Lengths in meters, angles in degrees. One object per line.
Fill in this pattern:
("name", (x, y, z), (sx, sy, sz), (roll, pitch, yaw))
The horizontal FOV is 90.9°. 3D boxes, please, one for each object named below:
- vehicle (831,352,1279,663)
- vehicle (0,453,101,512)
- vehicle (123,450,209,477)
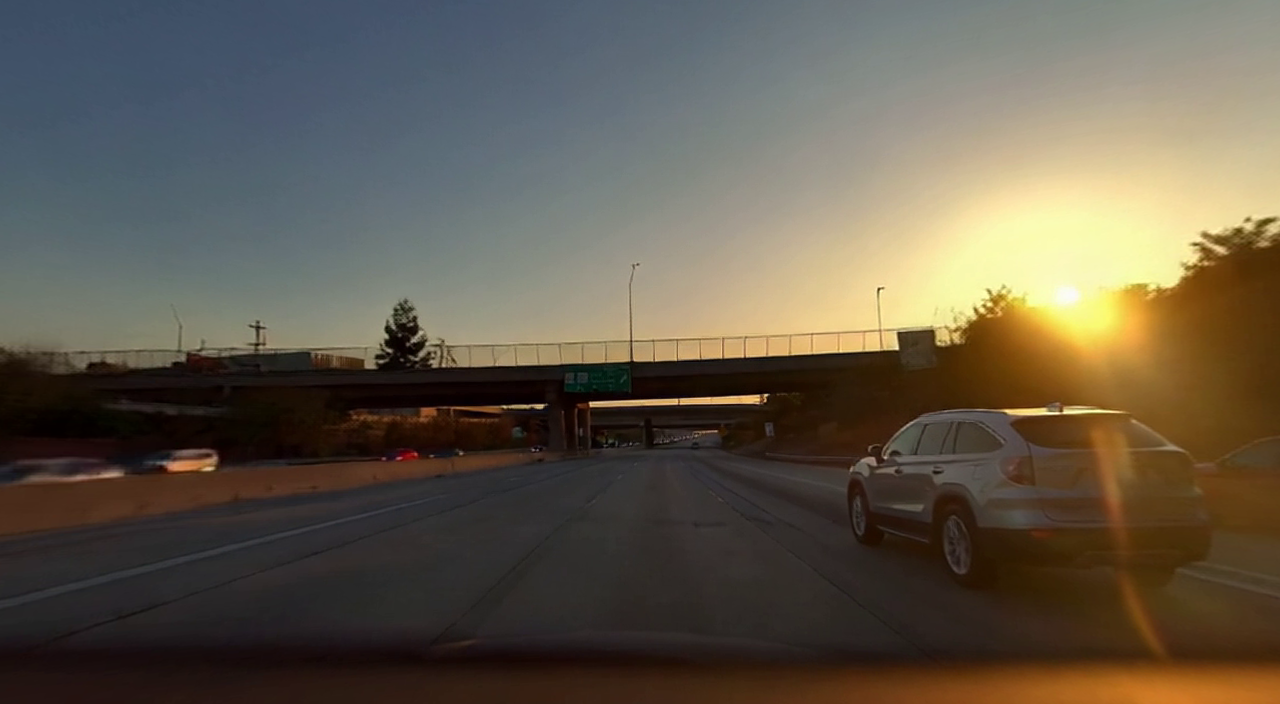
("vehicle", (3.491, 1.195, 5.864), (2.019, 1.732, 4.579), (0, -9, 1))
("vehicle", (-17.534, 3.521, 17.145), (1.806, 1.484, 4.367), (0, -9, 1))
("vehicle", (-32.019, 7.503, 42.719), (1.955, 1.662, 4.424), (-2, -9, 9))
